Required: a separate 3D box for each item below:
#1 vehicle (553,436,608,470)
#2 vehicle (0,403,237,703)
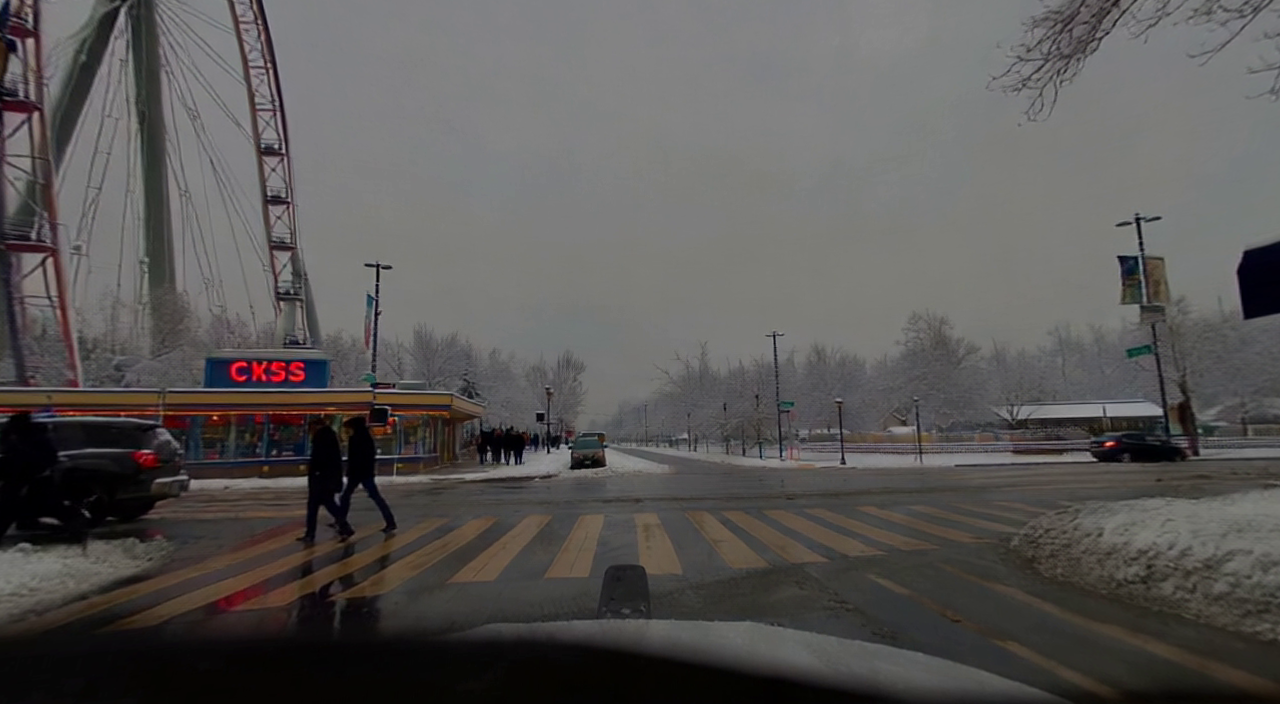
[{"bbox_3d":[-3.915,6.403,40.247,2.549,2.000,5.699,2,-9,-15],"label":"vehicle"},{"bbox_3d":[-3.374,0.785,1.193,1.940,1.505,4.676,-1,-9,3],"label":"vehicle"}]
